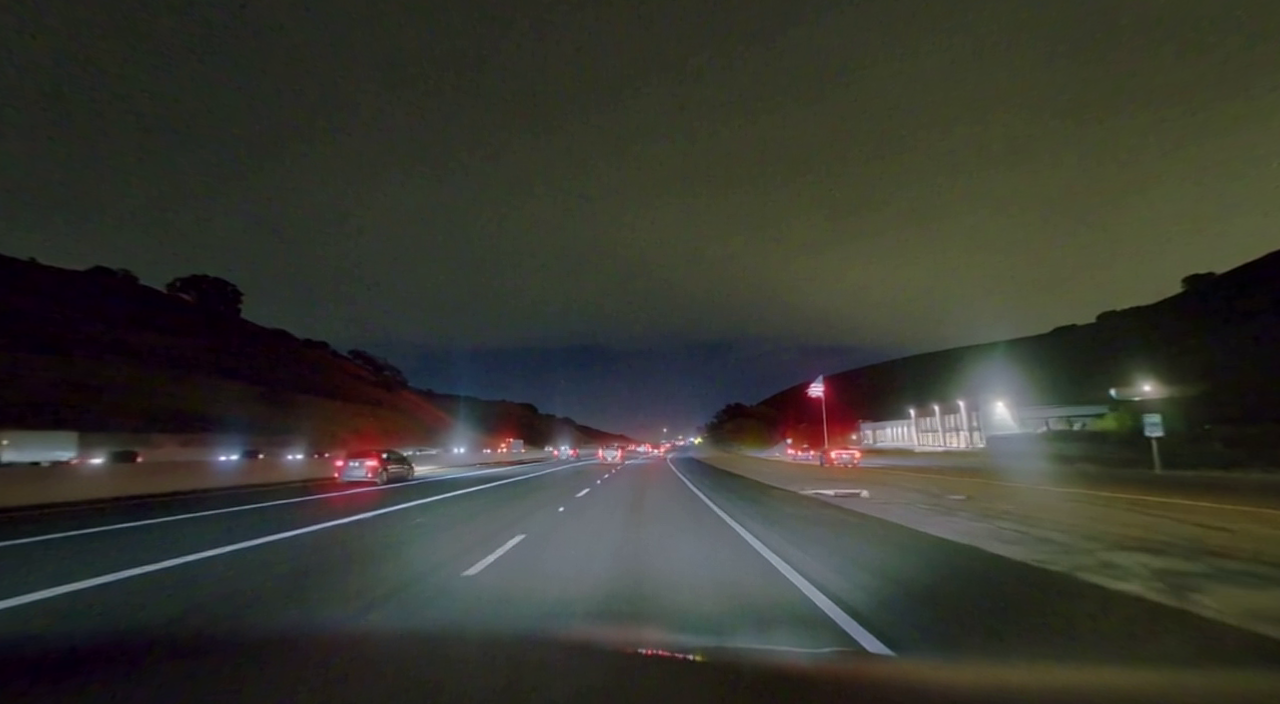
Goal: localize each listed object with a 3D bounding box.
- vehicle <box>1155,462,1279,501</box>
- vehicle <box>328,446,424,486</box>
[{"bbox_3d":[26.145,5.813,28.595,1.839,1.492,4.418,-1,-8,1],"label":"vehicle"},{"bbox_3d":[-10.642,4.609,25.842,1.927,1.454,4.395,-1,-8,1],"label":"vehicle"}]
